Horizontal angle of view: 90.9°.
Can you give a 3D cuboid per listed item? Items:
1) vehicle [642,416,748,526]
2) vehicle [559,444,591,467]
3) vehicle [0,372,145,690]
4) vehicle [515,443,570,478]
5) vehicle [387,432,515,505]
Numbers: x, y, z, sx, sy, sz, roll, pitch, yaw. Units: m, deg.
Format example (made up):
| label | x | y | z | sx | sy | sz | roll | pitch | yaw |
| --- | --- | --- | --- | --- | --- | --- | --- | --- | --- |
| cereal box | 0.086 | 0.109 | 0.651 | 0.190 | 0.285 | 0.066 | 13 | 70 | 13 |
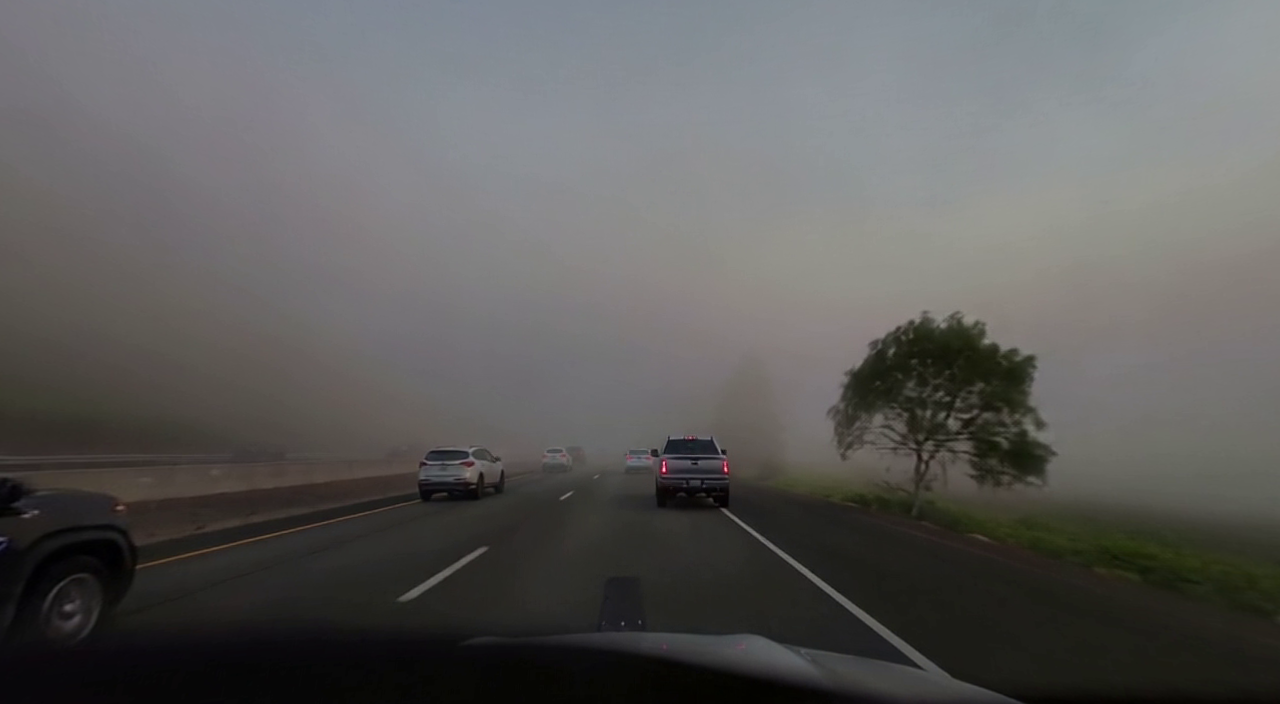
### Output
| label | x | y | z | sx | sy | sz | roll | pitch | yaw |
| --- | --- | --- | --- | --- | --- | --- | --- | --- | --- |
| vehicle | 0.971 | 2.400 | 13.153 | 1.825 | 1.920 | 3.960 | 0 | -9 | 0 |
| vehicle | -4.548 | 7.362 | 44.798 | 1.855 | 1.527 | 4.209 | 0 | -9 | 0 |
| vehicle | -4.375 | 0.766 | 2.161 | 2.034 | 1.642 | 3.969 | 0 | -9 | 1 |
| vehicle | -4.470 | 5.029 | 29.408 | 1.867 | 1.489 | 3.829 | 0 | -9 | 1 |
| vehicle | -4.730 | 2.976 | 16.501 | 1.934 | 1.642 | 4.201 | 0 | -9 | 2 |
